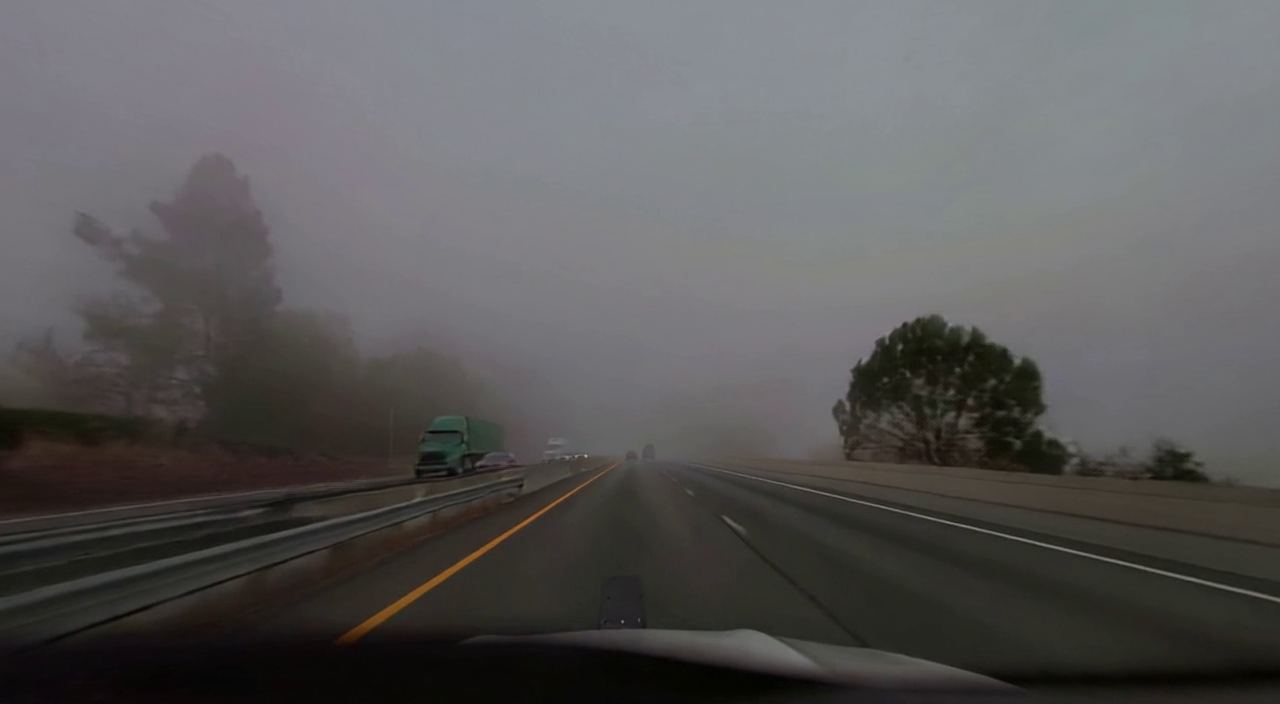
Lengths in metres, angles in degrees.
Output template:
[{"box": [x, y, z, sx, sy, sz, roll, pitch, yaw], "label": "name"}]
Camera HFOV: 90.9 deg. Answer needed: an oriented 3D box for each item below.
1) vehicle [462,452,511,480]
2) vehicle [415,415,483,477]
[{"box": [-8.820, 6.580, 36.571, 1.864, 1.460, 4.134, 0, -9, 0], "label": "vehicle"}, {"box": [-13.396, 6.674, 44.731, 3.016, 4.009, 5.868, 0, -9, -1], "label": "vehicle"}]
